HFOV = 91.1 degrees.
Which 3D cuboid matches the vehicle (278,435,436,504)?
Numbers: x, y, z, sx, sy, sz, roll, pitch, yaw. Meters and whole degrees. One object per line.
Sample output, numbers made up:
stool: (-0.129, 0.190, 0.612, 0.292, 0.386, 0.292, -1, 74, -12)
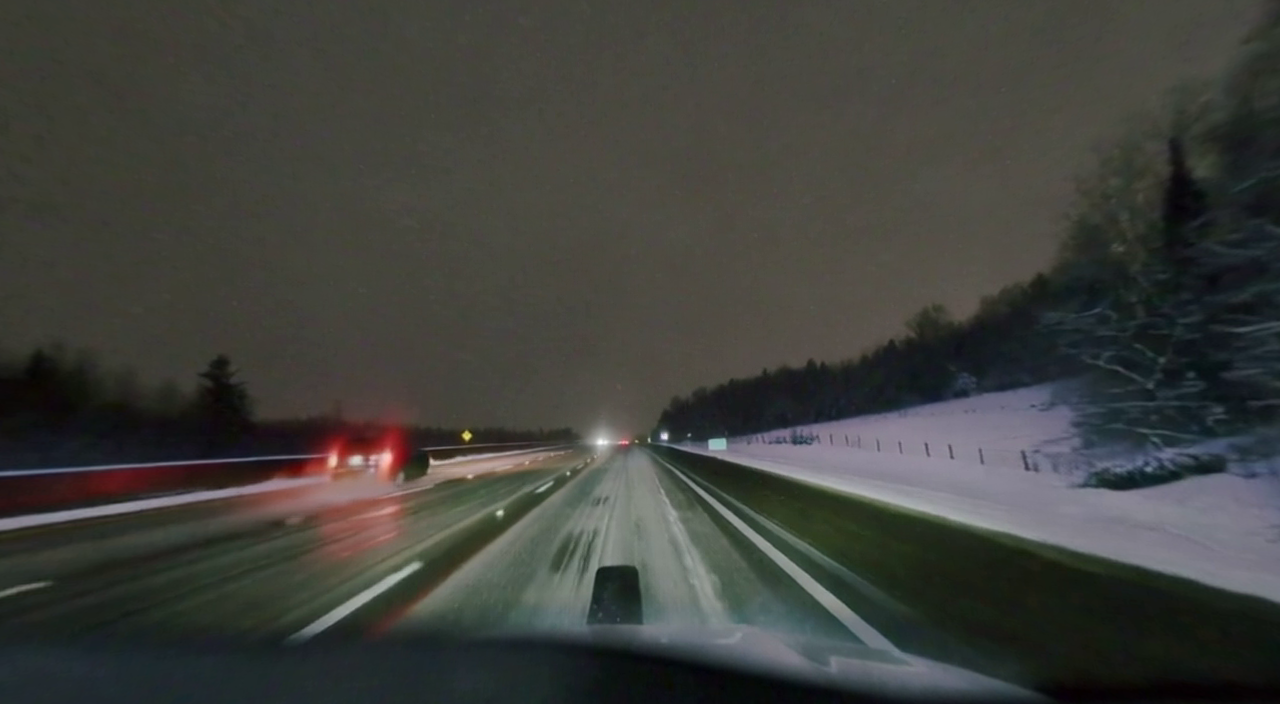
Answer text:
vehicle: (-6.831, 2.839, 15.794, 1.989, 1.473, 4.345, 0, -8, 0)
